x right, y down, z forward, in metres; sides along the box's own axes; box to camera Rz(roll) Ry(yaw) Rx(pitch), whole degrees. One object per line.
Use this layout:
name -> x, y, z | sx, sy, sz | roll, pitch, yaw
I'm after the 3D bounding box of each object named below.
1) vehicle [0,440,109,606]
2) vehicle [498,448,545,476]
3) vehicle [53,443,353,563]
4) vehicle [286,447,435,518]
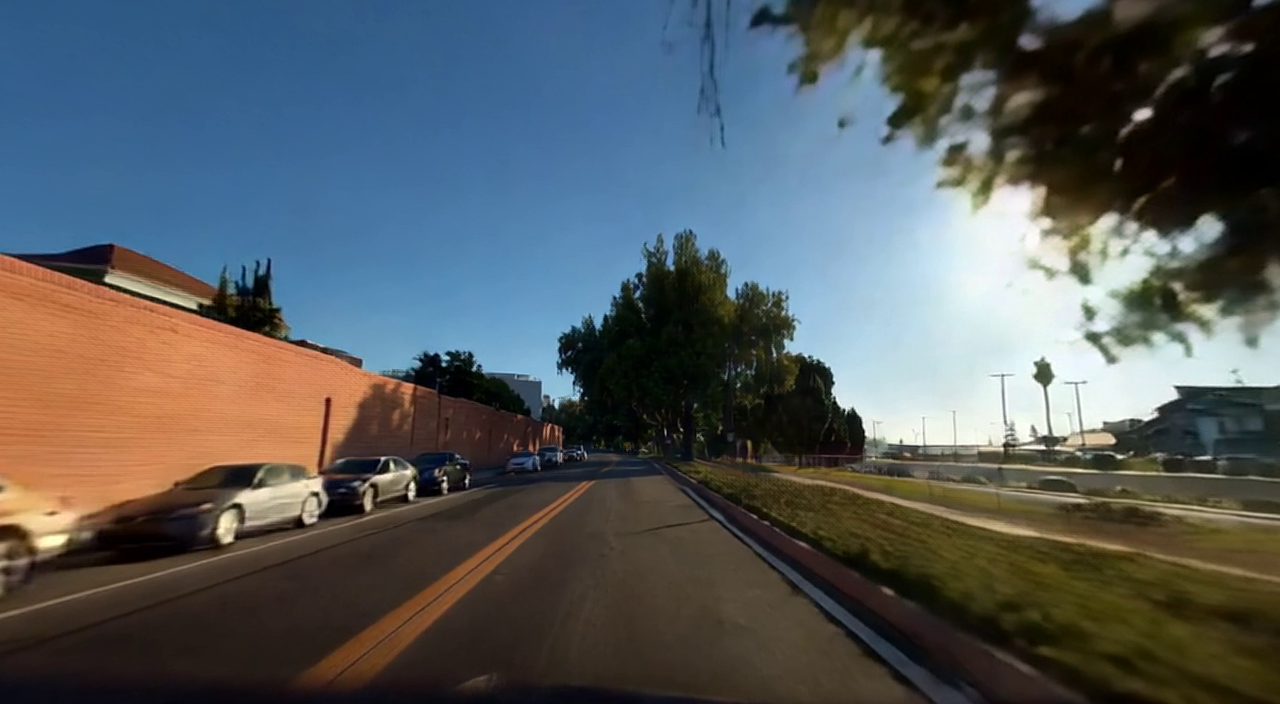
vehicle -> -6.777, 1.391, 4.578 | 1.899, 1.485, 4.593 | 2, -8, -1
vehicle -> -7.072, 6.613, 38.165 | 1.989, 1.485, 4.218 | 2, -8, 0
vehicle -> -6.855, 2.336, 10.700 | 1.779, 1.473, 4.510 | 1, -8, 1
vehicle -> -6.792, 3.164, 15.962 | 1.760, 1.434, 4.471 | 1, -8, -1
